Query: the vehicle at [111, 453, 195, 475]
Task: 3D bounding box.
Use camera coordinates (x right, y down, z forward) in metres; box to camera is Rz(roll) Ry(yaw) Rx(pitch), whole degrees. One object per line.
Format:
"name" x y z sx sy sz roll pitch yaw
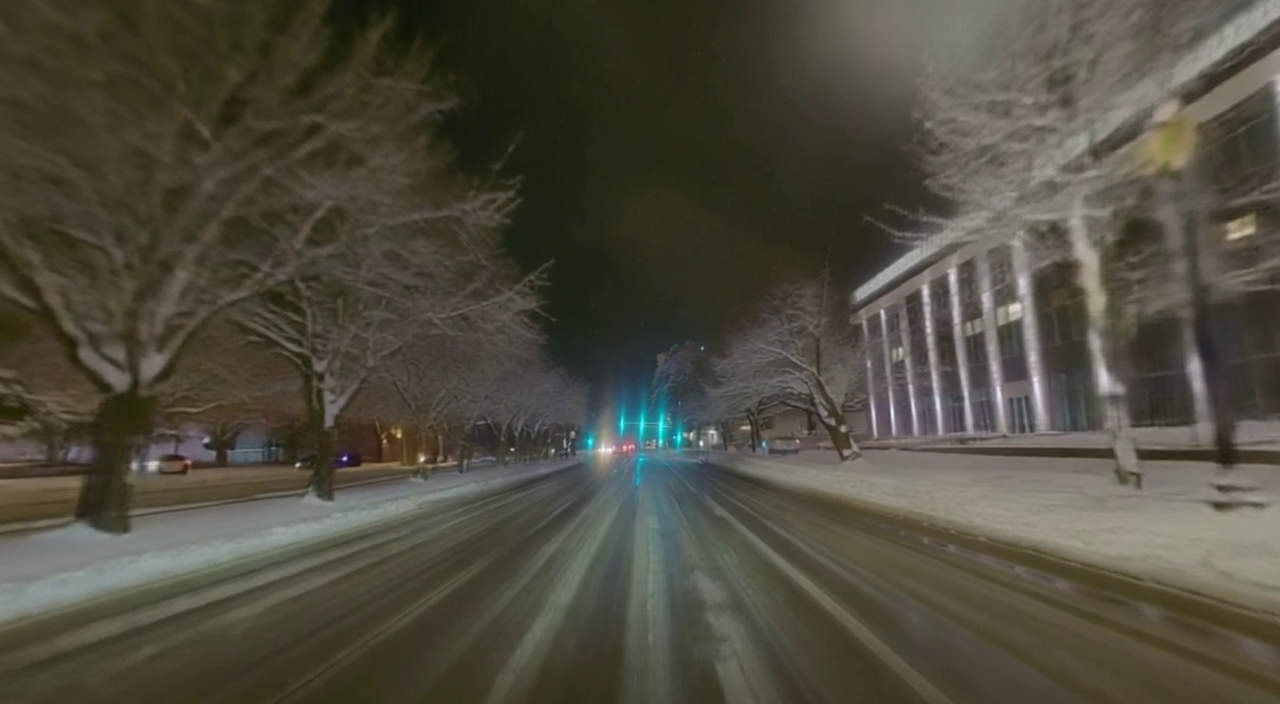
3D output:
"vehicle" -35.864 8.213 46.511 4.644 1.465 1.793 8 -12 -44
